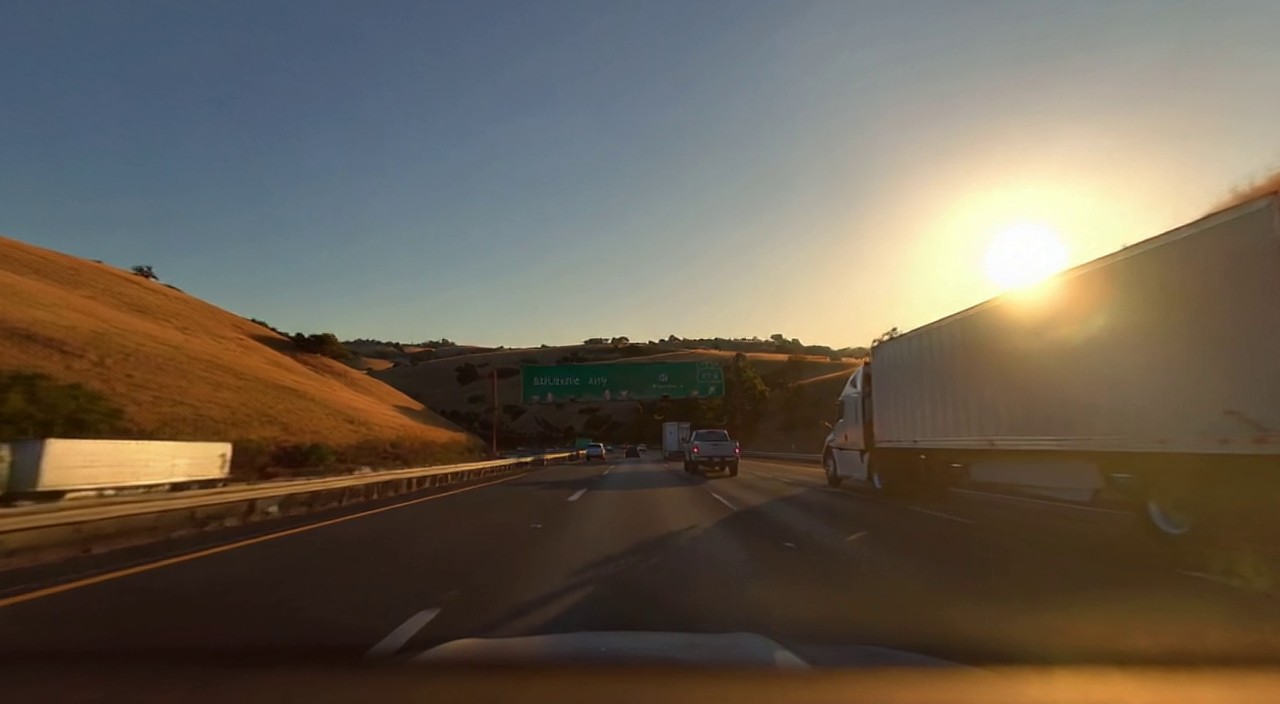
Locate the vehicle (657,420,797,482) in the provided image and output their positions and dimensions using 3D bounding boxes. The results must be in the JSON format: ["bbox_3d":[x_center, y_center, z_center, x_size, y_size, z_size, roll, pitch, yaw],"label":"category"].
[{"bbox_3d":[3.272,3.869,24.792,5.075,2.277,2.365,0,-9,-2],"label":"vehicle"}]

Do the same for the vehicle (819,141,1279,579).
[{"bbox_3d":[7.667,1.194,13.422,2.935,4.187,16.357,0,-9,0],"label":"vehicle"}]
